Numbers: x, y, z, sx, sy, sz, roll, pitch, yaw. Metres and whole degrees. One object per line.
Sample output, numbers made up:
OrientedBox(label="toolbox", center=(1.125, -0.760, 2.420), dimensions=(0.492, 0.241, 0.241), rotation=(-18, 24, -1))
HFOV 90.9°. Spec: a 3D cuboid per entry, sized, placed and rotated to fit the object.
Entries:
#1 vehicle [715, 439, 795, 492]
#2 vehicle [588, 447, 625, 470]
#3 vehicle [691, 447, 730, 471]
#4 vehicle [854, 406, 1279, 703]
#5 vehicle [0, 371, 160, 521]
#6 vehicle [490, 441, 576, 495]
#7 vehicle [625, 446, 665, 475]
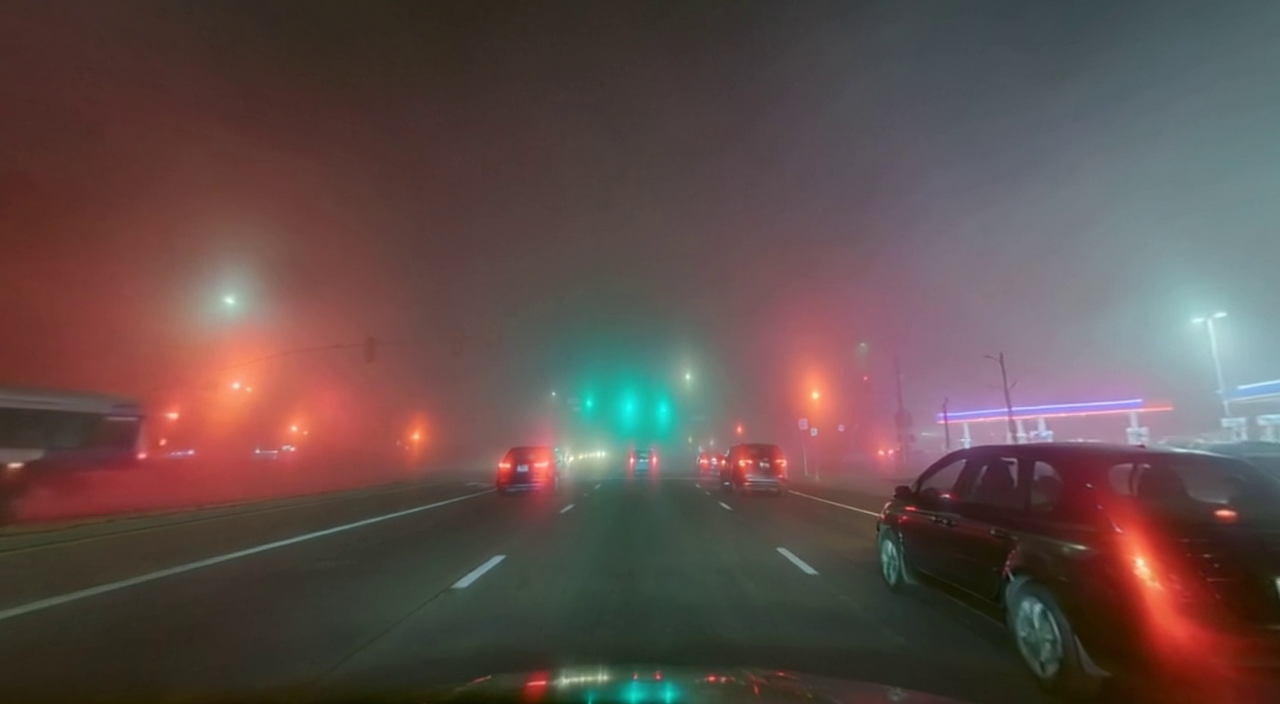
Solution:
OrientedBox(label="vehicle", center=(3.989, 4.010, 22.599), dimensions=(2.022, 1.683, 4.171), rotation=(0, -8, 0))
OrientedBox(label="vehicle", center=(-2.262, 7.380, 43.880), dimensions=(2.192, 1.463, 4.211), rotation=(-1, -8, 2))
OrientedBox(label="vehicle", center=(4.701, 7.198, 42.692), dimensions=(2.174, 1.462, 4.400), rotation=(0, -8, 1))
OrientedBox(label="vehicle", center=(3.542, 1.327, 4.978), dimensions=(2.038, 1.499, 4.868), rotation=(0, -8, 1))
OrientedBox(label="vehicle", center=(-16.088, 2.173, 14.512), dimensions=(2.856, 3.384, 9.039), rotation=(0, -9, 0))
OrientedBox(label="vehicle", center=(-3.460, 3.810, 21.156), dimensions=(2.023, 1.607, 4.086), rotation=(-1, -8, 2))
OrientedBox(label="vehicle", center=(0.285, 5.955, 34.907), dimensions=(2.104, 1.477, 4.591), rotation=(0, -8, 1))
